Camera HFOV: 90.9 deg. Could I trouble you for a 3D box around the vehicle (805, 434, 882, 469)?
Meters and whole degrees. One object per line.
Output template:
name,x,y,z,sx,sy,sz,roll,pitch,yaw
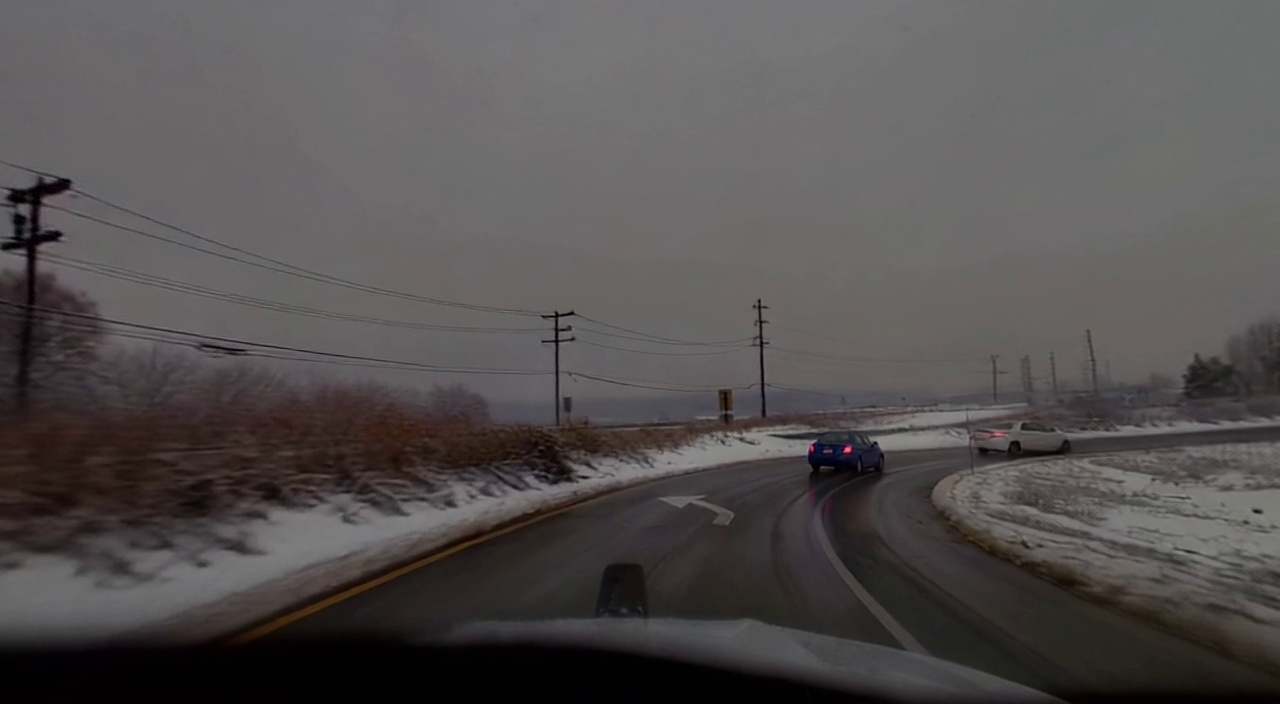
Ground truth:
vehicle,9.023,4.351,27.736,2.026,1.407,4.374,-6,-10,33

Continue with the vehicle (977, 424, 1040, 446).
vehicle,25.706,5.835,43.985,4.307,1.465,1.836,5,-10,-30
